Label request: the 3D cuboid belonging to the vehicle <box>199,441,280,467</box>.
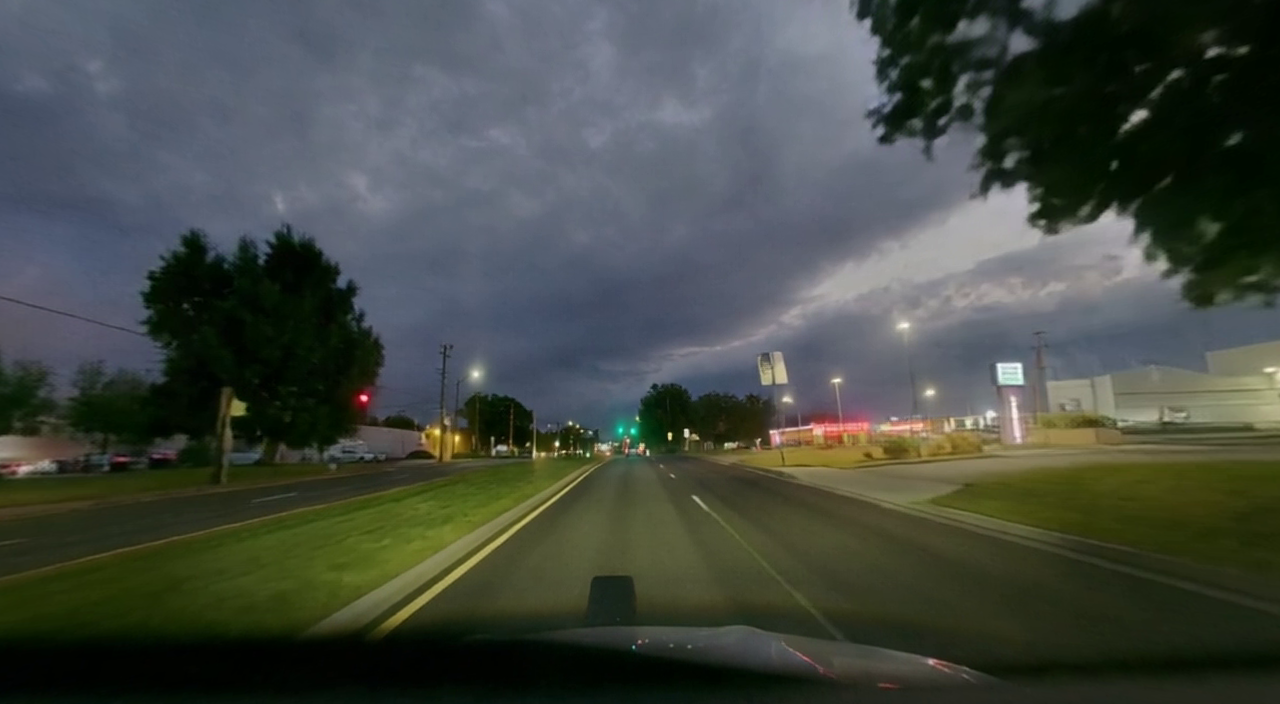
[{"bbox_3d":[-23.615,6.017,37.547,1.815,1.460,4.642,0,-8,0],"label":"vehicle"}]
